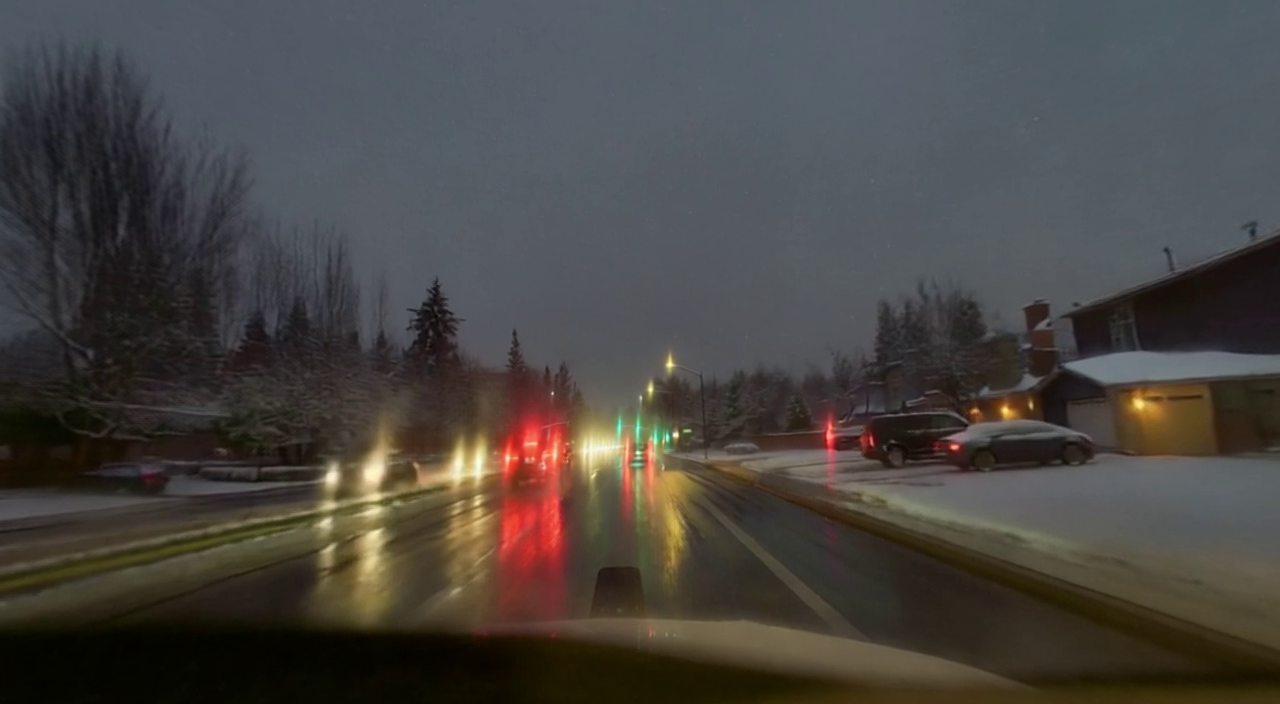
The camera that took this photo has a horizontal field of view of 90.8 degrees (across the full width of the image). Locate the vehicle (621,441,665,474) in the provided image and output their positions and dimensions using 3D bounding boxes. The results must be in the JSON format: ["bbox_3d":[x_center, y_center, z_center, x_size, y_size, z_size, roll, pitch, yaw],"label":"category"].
[{"bbox_3d":[0.110,5.223,31.580,2.062,1.518,3.901,0,-8,0],"label":"vehicle"}]

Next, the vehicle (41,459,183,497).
[{"bbox_3d":[-22.793,5.433,27.405,4.370,1.496,1.887,0,-8,-3],"label":"vehicle"}]

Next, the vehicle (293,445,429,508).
[{"bbox_3d":[-8.159,3.640,19.022,1.983,1.538,4.575,-3,-8,1],"label":"vehicle"}]

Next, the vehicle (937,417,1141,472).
[{"bbox_3d":[11.326,2.660,18.203,4.573,1.461,1.867,0,-8,0],"label":"vehicle"}]

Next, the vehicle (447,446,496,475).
[{"bbox_3d":[-11.863,7.628,44.777,2.070,1.752,4.629,-5,-8,0],"label":"vehicle"}]

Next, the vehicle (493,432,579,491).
[{"bbox_3d":[-3.388,3.673,21.583,2.157,1.771,4.452,0,-8,0],"label":"vehicle"}]
